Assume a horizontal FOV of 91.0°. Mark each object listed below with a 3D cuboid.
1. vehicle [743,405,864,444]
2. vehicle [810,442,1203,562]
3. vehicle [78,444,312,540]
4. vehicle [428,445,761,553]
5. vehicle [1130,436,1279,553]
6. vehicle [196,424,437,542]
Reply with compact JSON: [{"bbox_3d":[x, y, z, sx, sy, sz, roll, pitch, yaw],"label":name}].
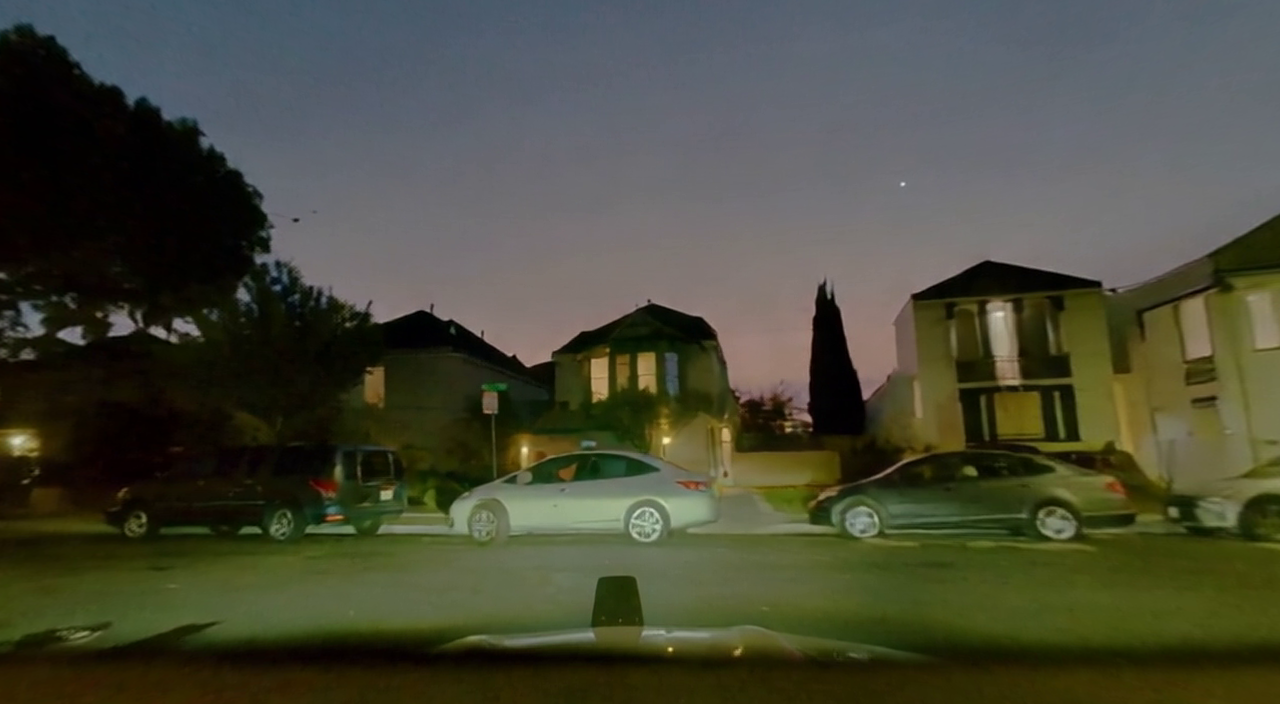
[{"bbox_3d":[6.579,2.972,25.795,4.565,1.479,1.775,0,-8,7],"label":"vehicle"},{"bbox_3d":[5.051,2.110,9.387,4.663,1.452,1.801,0,-8,9],"label":"vehicle"},{"bbox_3d":[-9.120,2.823,13.429,1.827,1.648,4.030,-1,-8,4],"label":"vehicle"},{"bbox_3d":[-0.627,2.311,10.388,5.075,1.436,1.863,0,-8,8],"label":"vehicle"},{"bbox_3d":[10.173,1.987,8.923,4.785,1.471,1.798,0,-8,4],"label":"vehicle"},{"bbox_3d":[-6.299,2.542,13.079,2.046,1.969,4.585,-2,-8,9],"label":"vehicle"}]
